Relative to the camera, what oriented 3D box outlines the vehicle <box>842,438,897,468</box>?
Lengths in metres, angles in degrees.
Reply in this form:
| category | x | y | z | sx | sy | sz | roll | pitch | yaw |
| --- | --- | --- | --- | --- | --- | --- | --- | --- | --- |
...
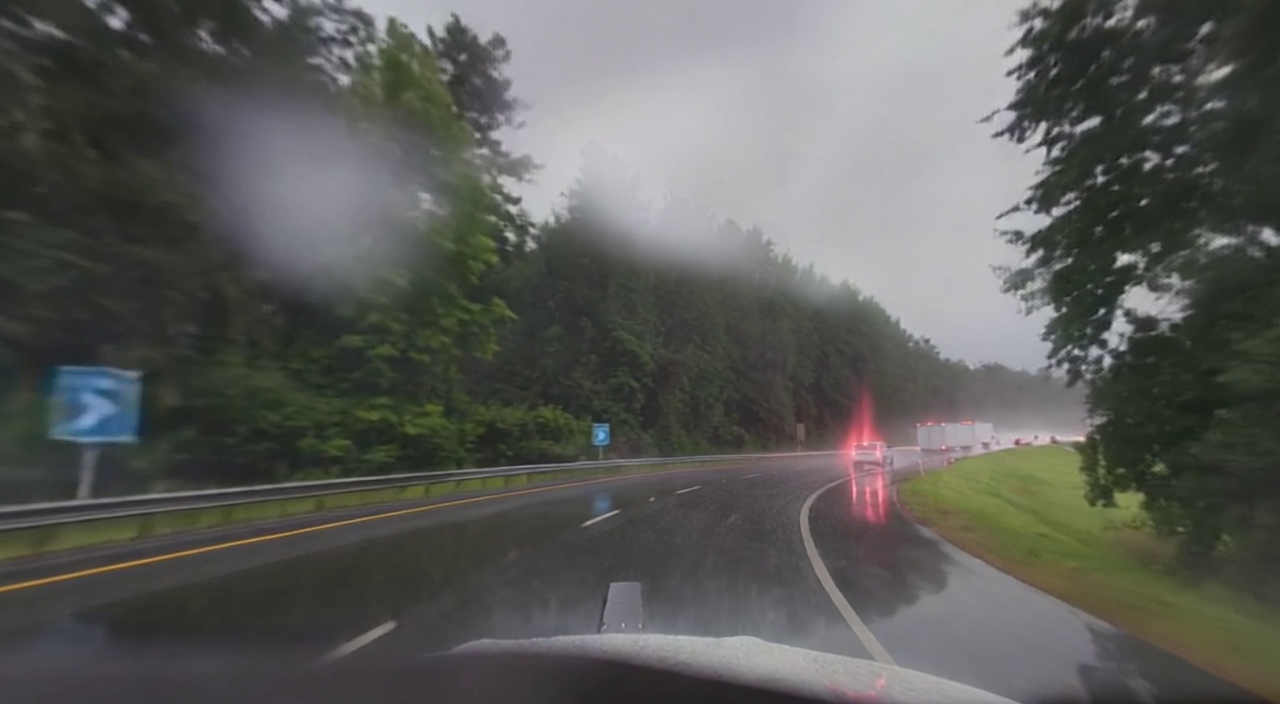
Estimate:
| category | x | y | z | sx | sy | sz | roll | pitch | yaw |
| --- | --- | --- | --- | --- | --- | --- | --- | --- | --- |
| vehicle | 14.173 | 6.209 | 38.759 | 2.221 | 1.674 | 4.325 | -6 | -10 | 31 |
